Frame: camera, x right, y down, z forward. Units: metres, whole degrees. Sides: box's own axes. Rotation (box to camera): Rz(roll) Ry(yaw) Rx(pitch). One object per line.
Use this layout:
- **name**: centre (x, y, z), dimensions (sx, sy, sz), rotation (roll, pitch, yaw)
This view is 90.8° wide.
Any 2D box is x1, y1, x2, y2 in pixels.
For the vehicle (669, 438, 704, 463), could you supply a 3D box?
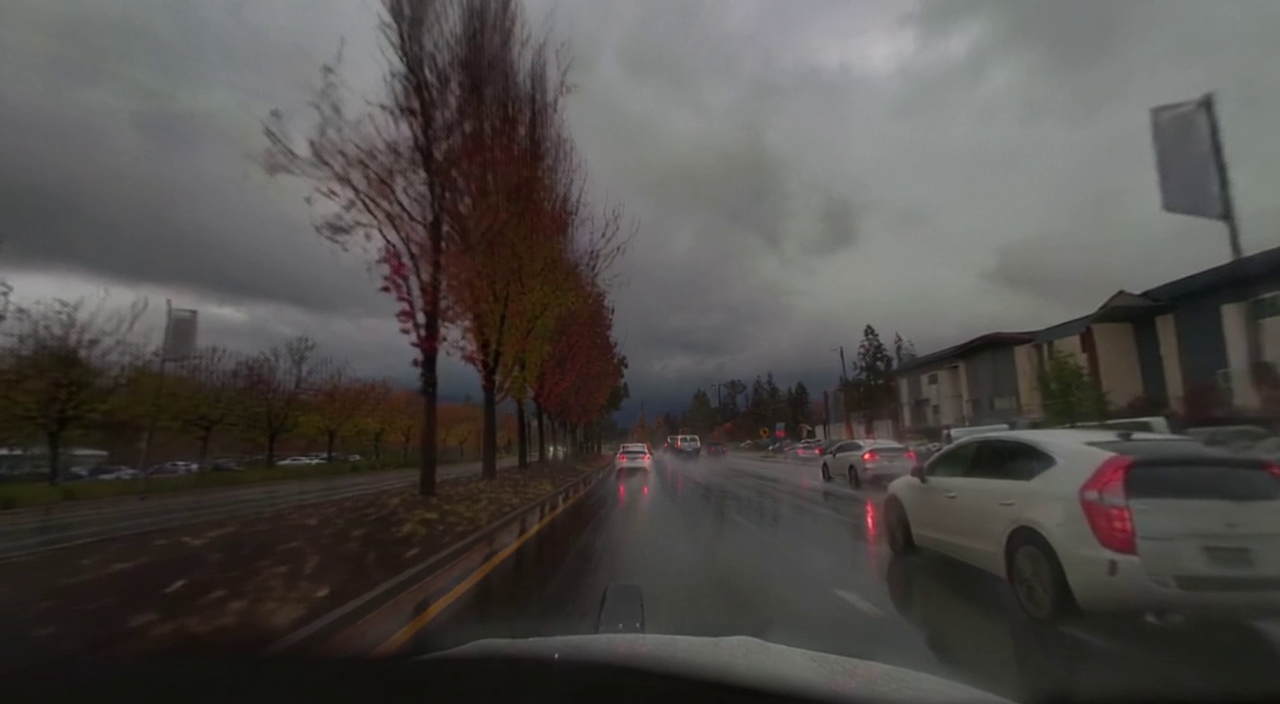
- **vehicle**: centre (3.396, 7.352, 47.291), dimensions (2.188, 1.760, 4.297), rotation (0, -8, -1)

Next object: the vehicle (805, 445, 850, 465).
- **vehicle**: centre (14.597, 8.027, 49.458), dimensions (2.040, 1.456, 4.673), rotation (0, -8, -1)

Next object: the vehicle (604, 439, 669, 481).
- **vehicle**: centre (-0.177, 4.163, 24.640), dimensions (2.289, 1.471, 4.477), rotation (0, -8, -1)

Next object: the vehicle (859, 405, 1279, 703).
- **vehicle**: centre (3.692, 1.317, 5.280), dimensions (2.094, 1.480, 4.323), rotation (0, -8, -1)
